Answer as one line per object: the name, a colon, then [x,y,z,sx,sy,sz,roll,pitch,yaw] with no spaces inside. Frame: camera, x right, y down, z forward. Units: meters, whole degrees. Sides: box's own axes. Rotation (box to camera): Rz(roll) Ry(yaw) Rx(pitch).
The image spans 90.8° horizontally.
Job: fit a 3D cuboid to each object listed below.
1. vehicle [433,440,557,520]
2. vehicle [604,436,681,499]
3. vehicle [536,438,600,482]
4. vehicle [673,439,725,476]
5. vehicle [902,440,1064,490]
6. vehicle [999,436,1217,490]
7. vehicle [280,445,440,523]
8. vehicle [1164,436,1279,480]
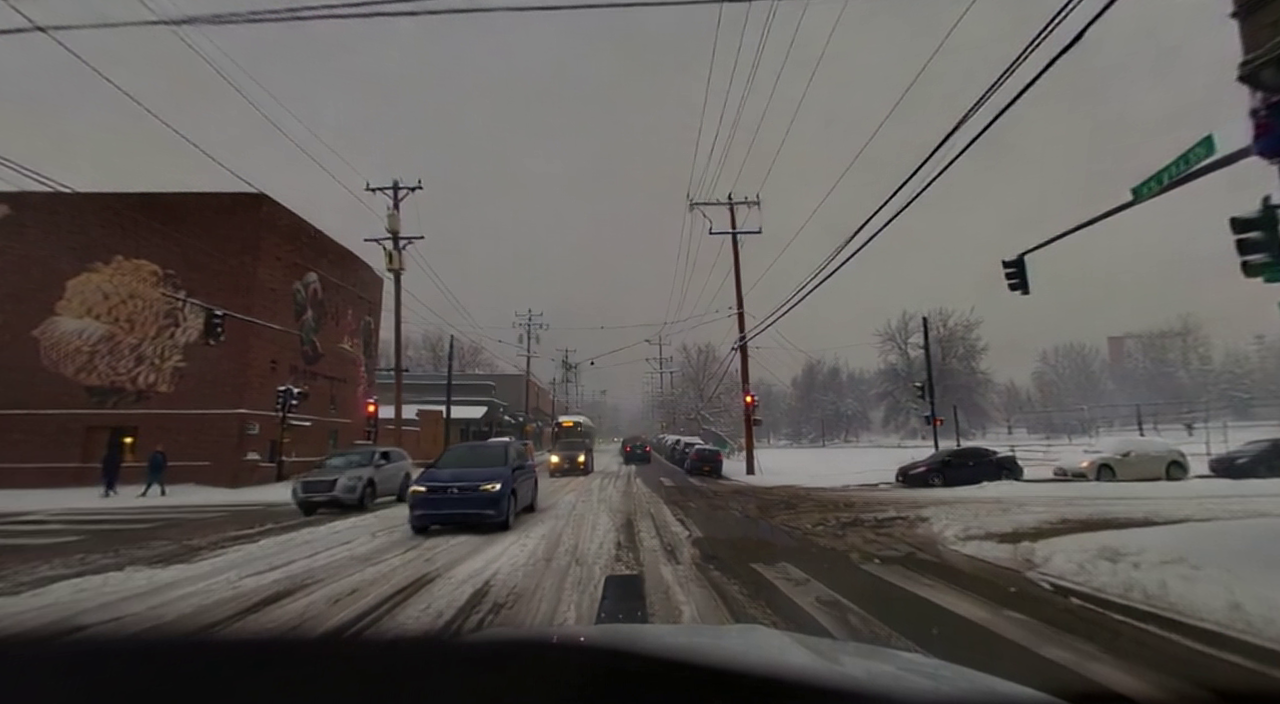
vehicle: [-3.349,3.037,15.451,2.055,1.660,3.954,0,-9,0]
vehicle: [0.038,3.623,20.106,2.190,1.783,4.048,0,-9,-1]
vehicle: [-3.449,5.376,31.693,2.474,1.926,5.823,0,-9,1]
vehicle: [2.987,5.486,32.840,2.171,1.751,4.373,0,-10,-1]
vehicle: [12.136,4.021,22.599,4.576,1.650,1.980,-1,-9,2]
vehicle: [14.247,3.399,19.484,5.045,1.527,2.107,0,-9,-1]
vehicle: [-7.062,3.350,16.707,1.892,1.706,5.224,0,-9,-1]
vehicle: [23.067,4.034,24.158,4.284,1.551,1.909,0,-9,-1]
